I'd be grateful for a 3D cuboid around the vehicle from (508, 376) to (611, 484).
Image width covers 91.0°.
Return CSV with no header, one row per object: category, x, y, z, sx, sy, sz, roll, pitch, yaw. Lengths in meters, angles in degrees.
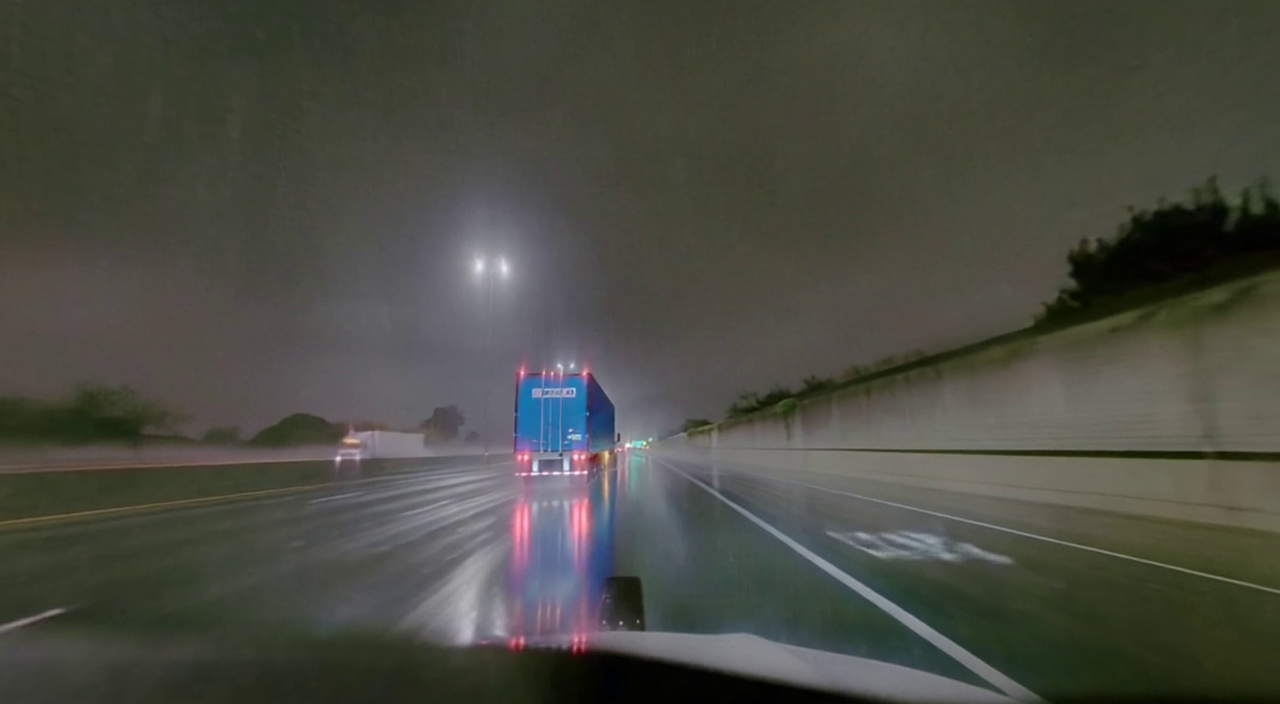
vehicle,-3.199,3.685,28.681,3.059,3.956,11.036,0,-9,1
